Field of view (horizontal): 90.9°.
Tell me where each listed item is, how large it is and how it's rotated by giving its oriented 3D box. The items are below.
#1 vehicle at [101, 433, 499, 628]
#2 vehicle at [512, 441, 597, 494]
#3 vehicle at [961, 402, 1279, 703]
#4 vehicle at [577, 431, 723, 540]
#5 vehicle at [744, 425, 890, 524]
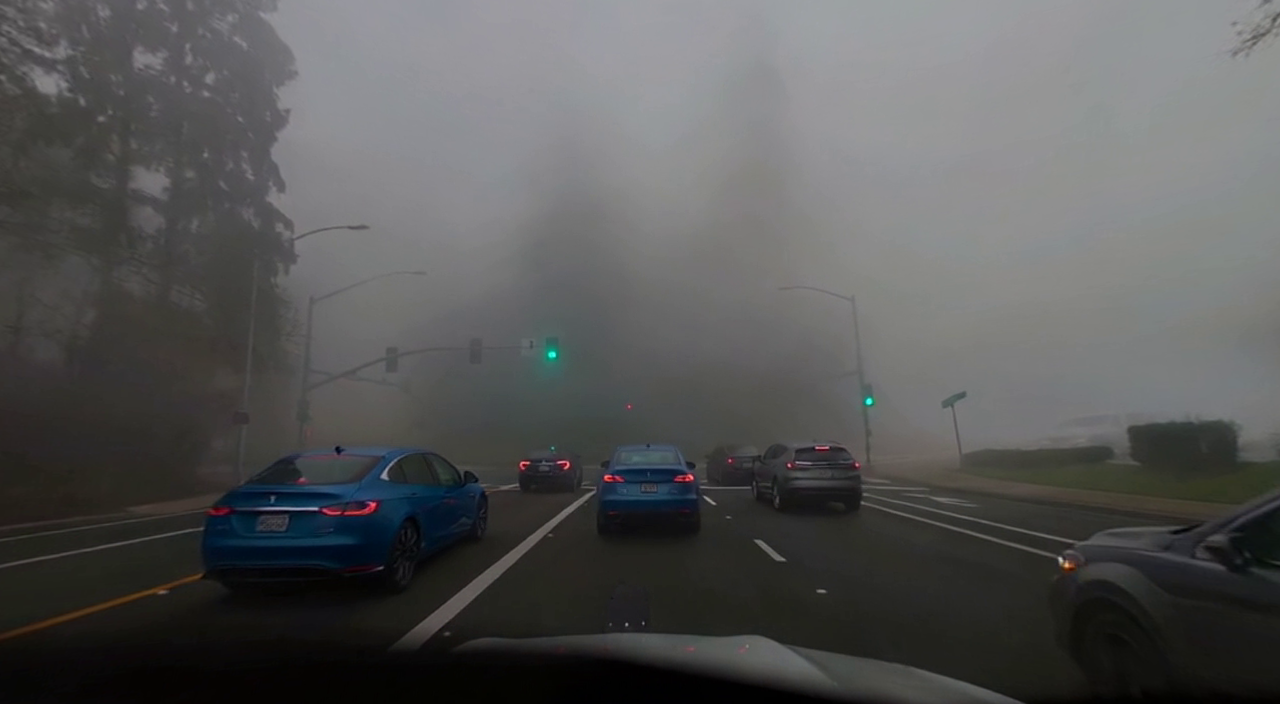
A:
[{"bbox_3d":[-3.133,1.711,7.135,2.015,1.478,4.407,0,-8,0],"label":"vehicle"},{"bbox_3d":[-2.707,3.773,20.981,2.089,1.537,4.073,-1,-9,2],"label":"vehicle"},{"bbox_3d":[3.322,0.934,2.208,1.951,1.522,4.614,0,-8,0],"label":"vehicle"},{"bbox_3d":[0.137,2.286,11.436,2.144,1.563,4.218,0,-8,0],"label":"vehicle"},{"bbox_3d":[3.495,2.490,13.328,1.938,1.732,4.006,1,-8,0],"label":"vehicle"}]
